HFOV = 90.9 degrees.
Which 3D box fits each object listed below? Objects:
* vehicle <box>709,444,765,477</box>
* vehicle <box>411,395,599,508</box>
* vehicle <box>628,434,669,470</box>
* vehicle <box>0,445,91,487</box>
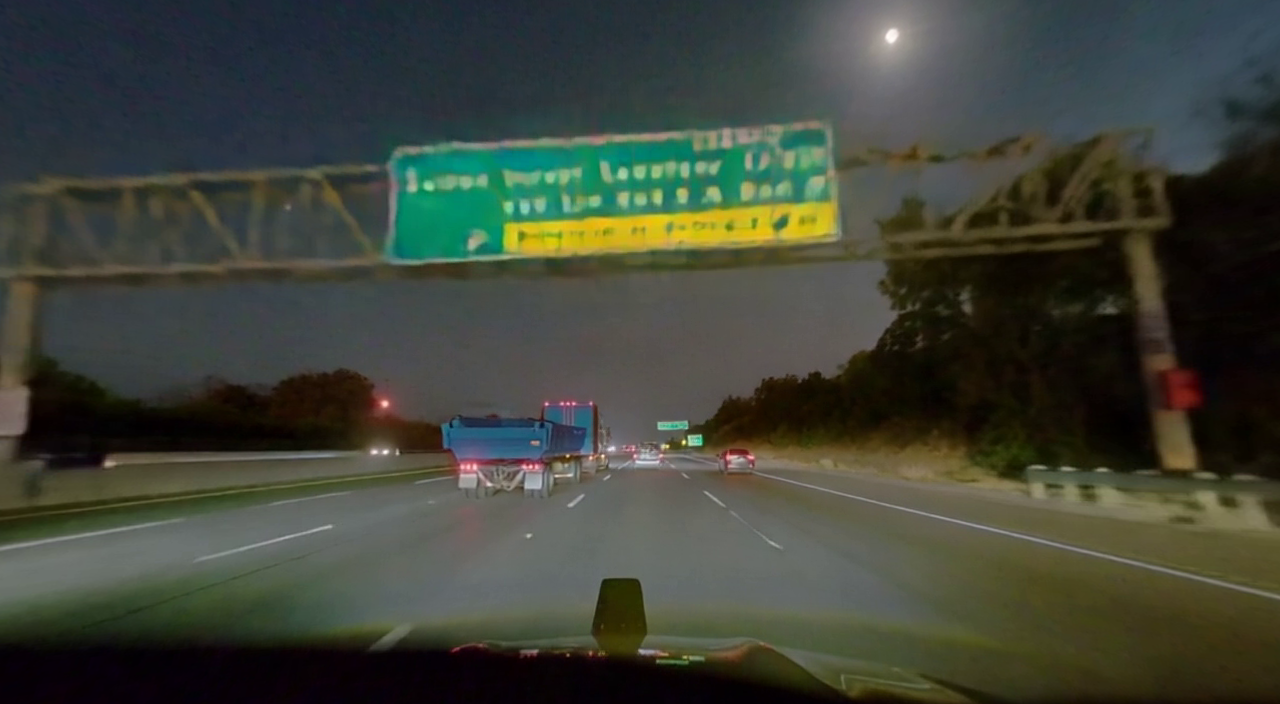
[{"bbox_3d":[4.589,5.201,30.586,1.993,1.474,4.230,0,-8,-1],"label":"vehicle"},{"bbox_3d":[-3.414,3.366,21.782,2.854,2.379,16.653,0,-9,0],"label":"vehicle"},{"bbox_3d":[0.521,6.125,38.637,2.309,2.023,5.130,0,-8,1],"label":"vehicle"},{"bbox_3d":[-24.422,4.407,24.565,1.839,1.498,4.622,0,-8,1],"label":"vehicle"}]
